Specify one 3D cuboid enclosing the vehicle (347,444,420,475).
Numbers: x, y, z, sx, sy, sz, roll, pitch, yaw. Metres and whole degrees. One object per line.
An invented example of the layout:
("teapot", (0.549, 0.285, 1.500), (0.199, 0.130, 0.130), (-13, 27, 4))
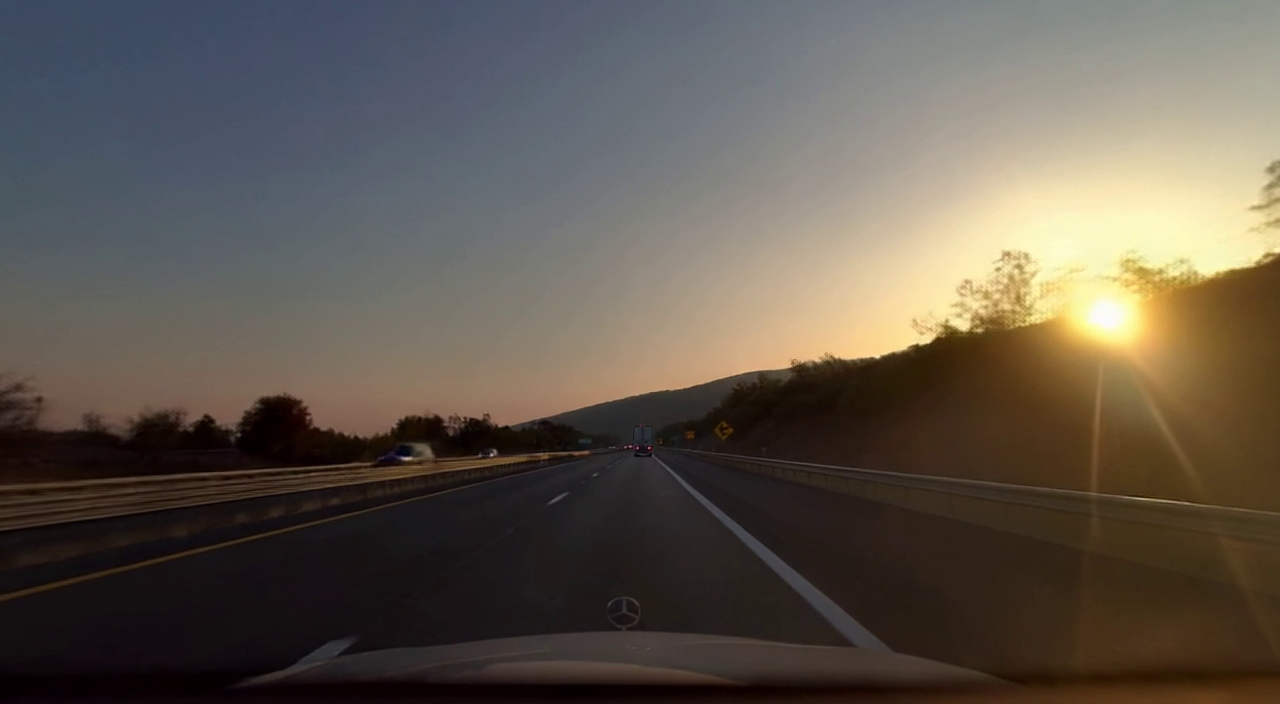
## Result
("vehicle", (-13.357, 5.631, 33.172), (2.009, 1.484, 4.768), (0, -9, -3))
